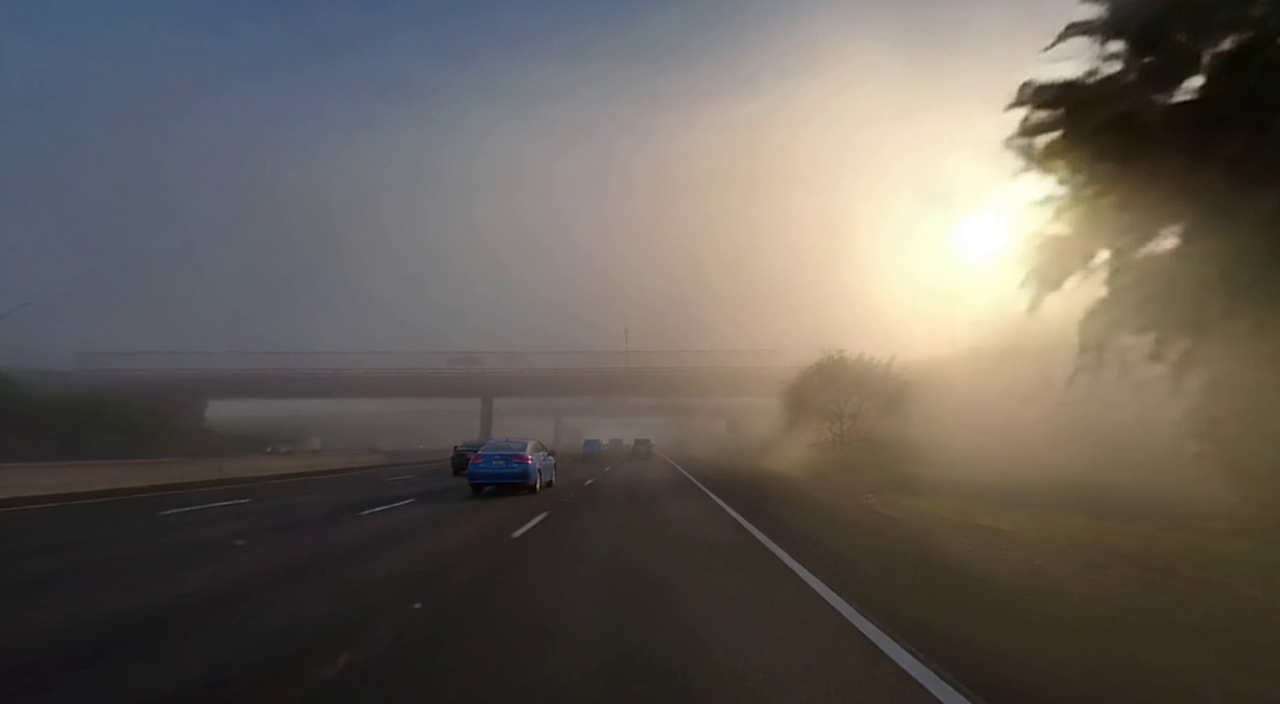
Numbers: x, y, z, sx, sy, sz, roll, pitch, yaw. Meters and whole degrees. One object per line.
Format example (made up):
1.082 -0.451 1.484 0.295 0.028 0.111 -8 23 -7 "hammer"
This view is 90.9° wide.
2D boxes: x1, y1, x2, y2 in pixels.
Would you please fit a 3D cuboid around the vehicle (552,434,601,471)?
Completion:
-3.299 5.315 33.600 2.080 1.811 4.644 0 -8 1 "vehicle"

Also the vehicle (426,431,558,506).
-3.548 2.903 16.169 2.210 1.628 4.586 0 -8 1 "vehicle"

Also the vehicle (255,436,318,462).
-24.652 6.781 44.191 1.839 1.700 4.364 0 -8 0 "vehicle"
